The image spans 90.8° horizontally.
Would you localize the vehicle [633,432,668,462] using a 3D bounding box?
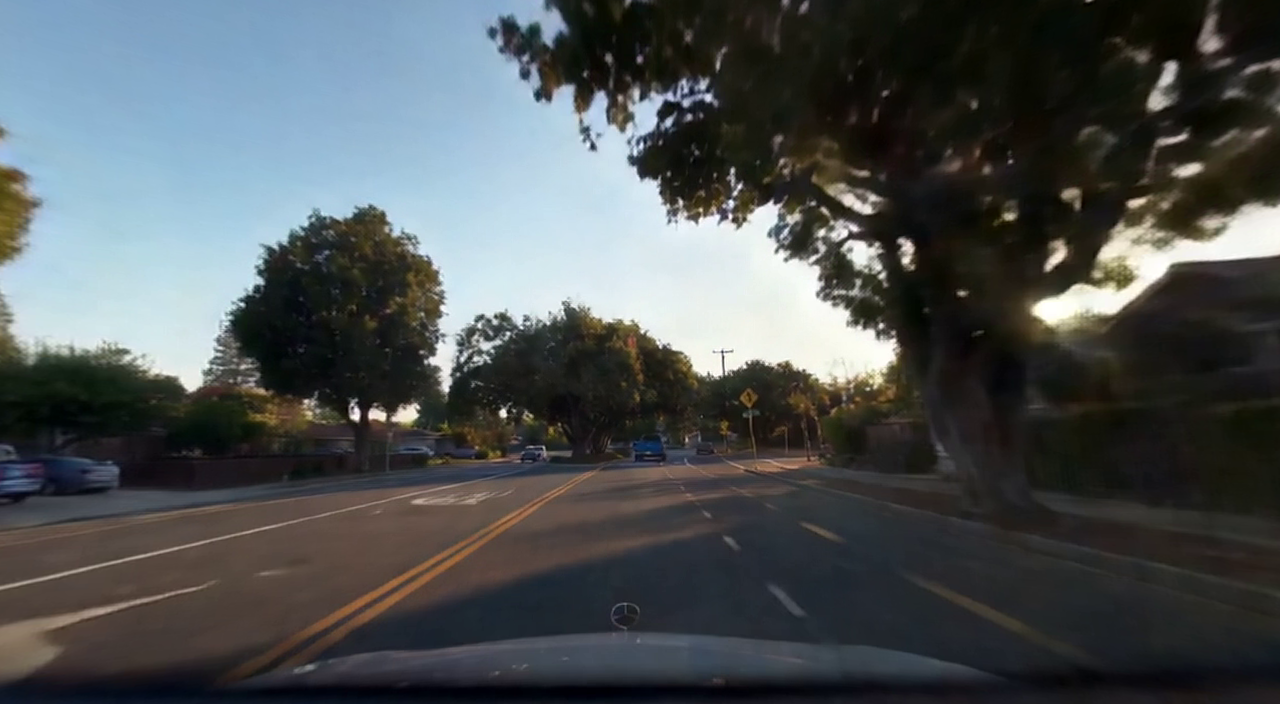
[{"bbox_3d":[0.789,6.553,43.580,2.153,1.942,4.767,-1,-8,5],"label":"vehicle"}]
